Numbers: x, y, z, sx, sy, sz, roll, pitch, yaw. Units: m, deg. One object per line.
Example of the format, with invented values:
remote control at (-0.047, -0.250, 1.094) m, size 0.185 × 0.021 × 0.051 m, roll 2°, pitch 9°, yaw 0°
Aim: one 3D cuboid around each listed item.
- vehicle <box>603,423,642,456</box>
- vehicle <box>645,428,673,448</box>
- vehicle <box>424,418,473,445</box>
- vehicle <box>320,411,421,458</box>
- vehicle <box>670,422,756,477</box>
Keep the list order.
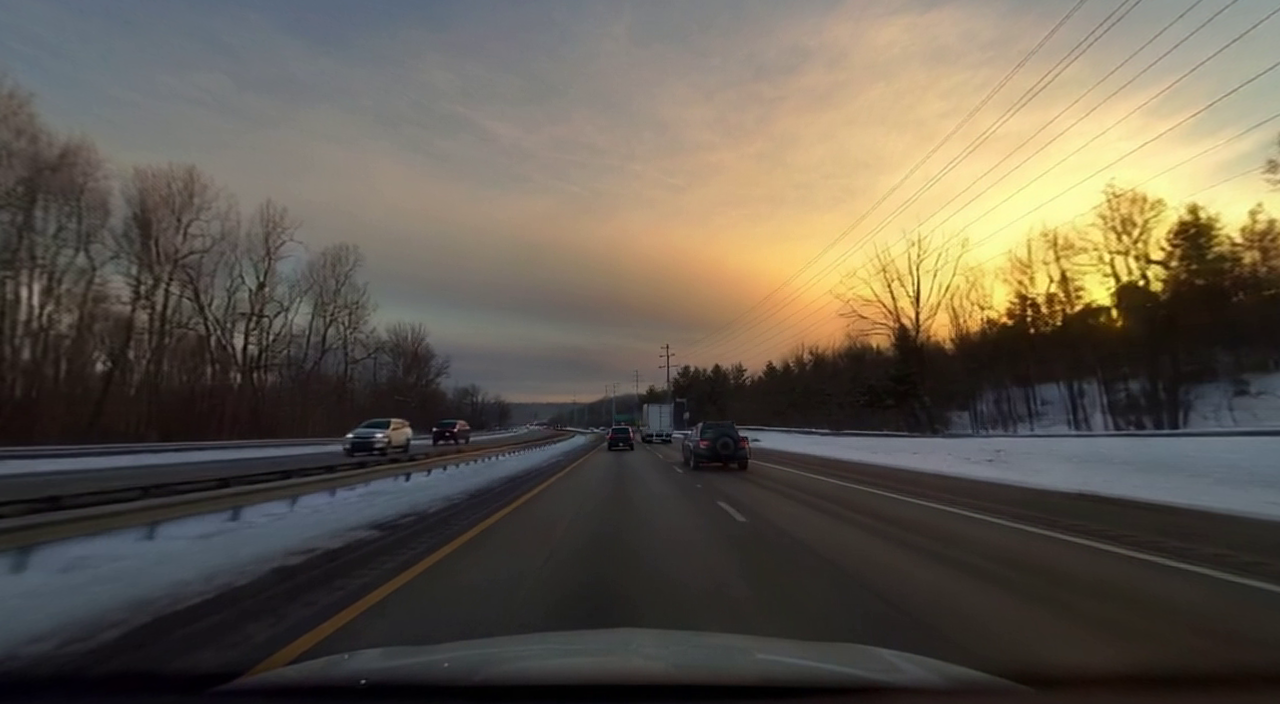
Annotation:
vehicle at (-0.938, 4.746, 34.152) m, size 2.019 × 1.642 × 3.790 m, roll 0°, pitch -8°, yaw -1°
vehicle at (1.408, 6.586, 48.299) m, size 1.807 × 1.484 × 3.765 m, roll 0°, pitch -8°, yaw -3°
vehicle at (-14.092, 5.900, 46.581) m, size 2.185 × 1.904 × 4.842 m, roll 0°, pitch -8°, yaw -1°
vehicle at (-9.879, 3.095, 23.447) m, size 1.937 × 1.573 × 4.369 m, roll 0°, pitch -8°, yaw -2°
vehicle at (2.229, 3.122, 20.334) m, size 2.062 × 1.581 × 3.914 m, roll 0°, pitch -8°, yaw -4°
